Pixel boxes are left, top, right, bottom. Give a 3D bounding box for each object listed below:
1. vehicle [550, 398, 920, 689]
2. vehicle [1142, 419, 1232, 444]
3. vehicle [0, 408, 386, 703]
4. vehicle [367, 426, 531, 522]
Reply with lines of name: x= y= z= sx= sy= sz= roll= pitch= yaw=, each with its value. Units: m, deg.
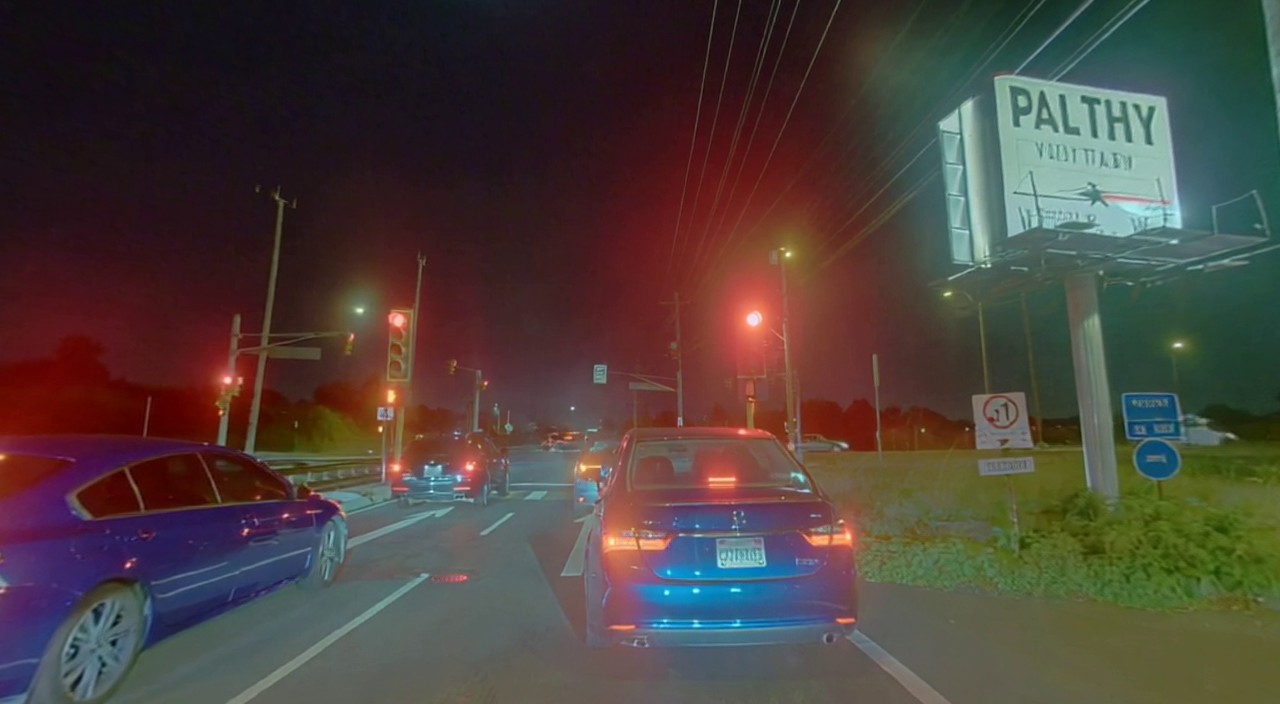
vehicle: x=0.402 y=1.310 z=5.438 sx=1.998 sy=1.529 sz=3.960 roll=1 pitch=-8 yaw=-4
vehicle: x=40.120 y=5.872 z=46.428 sx=4.544 sy=1.762 sz=2.272 roll=1 pitch=-9 yaw=-3
vehicle: x=-3.706 y=1.242 z=4.459 sx=1.956 sy=1.468 sz=4.585 roll=0 pitch=-8 yaw=-1
vehicle: x=-3.378 y=2.239 z=12.081 sx=1.984 sy=1.505 sz=4.047 roll=0 pitch=-8 yaw=-2
